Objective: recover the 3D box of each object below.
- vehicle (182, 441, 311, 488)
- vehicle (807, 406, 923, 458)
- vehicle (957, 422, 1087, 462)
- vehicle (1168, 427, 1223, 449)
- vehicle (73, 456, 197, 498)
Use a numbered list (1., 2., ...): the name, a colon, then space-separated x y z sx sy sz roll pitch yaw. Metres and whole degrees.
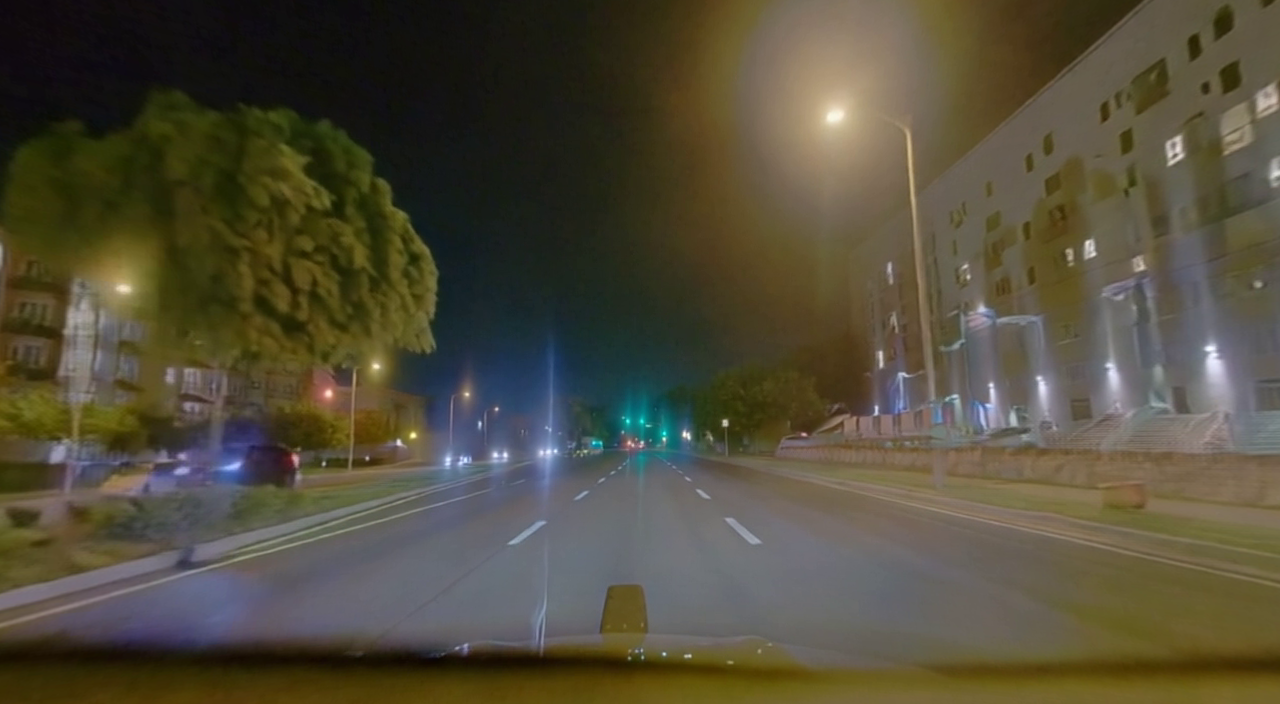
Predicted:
1. vehicle: -15.215 4.326 24.821 2.015 1.607 5.241 0 -8 -4
2. vehicle: 15.582 5.611 44.049 6.641 3.391 3.387 -1 -8 -5
3. vehicle: 16.906 4.004 28.038 4.450 1.643 1.996 0 -8 -1
4. vehicle: 39.215 6.070 44.573 1.757 1.439 3.615 -5 -9 22
5. vehicle: -23.571 5.822 29.690 1.957 1.672 4.743 0 -8 -1
